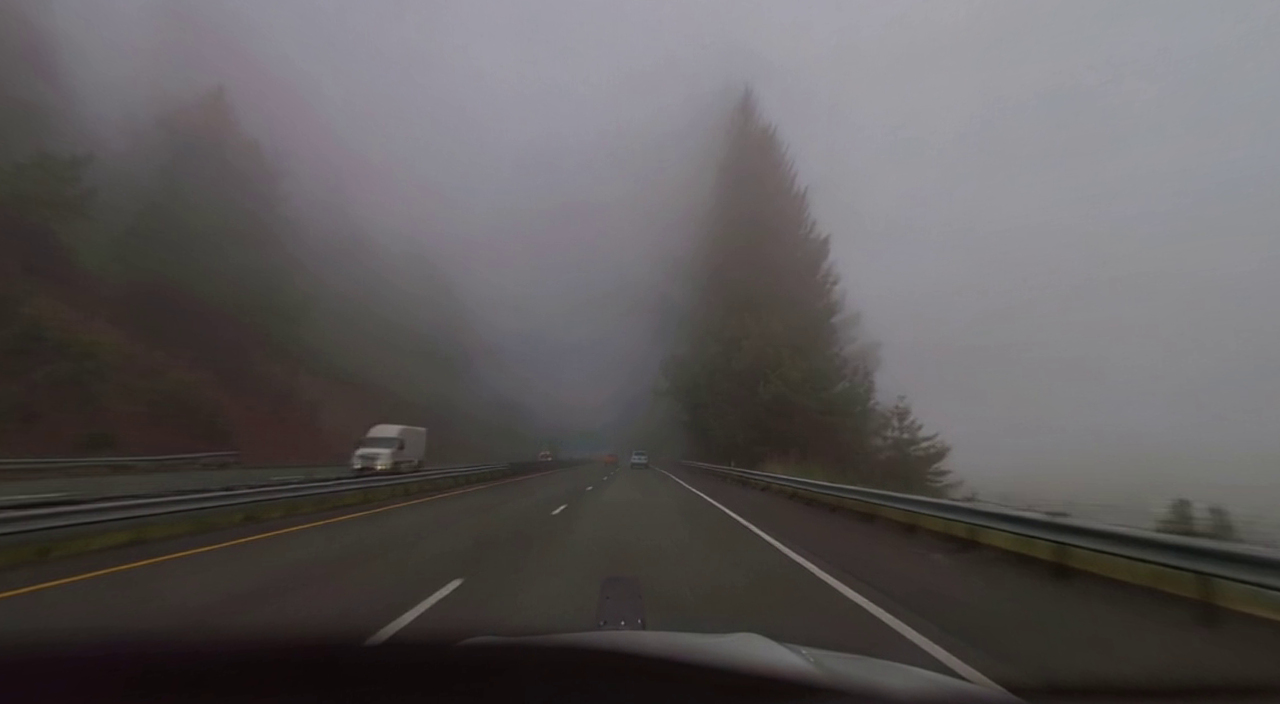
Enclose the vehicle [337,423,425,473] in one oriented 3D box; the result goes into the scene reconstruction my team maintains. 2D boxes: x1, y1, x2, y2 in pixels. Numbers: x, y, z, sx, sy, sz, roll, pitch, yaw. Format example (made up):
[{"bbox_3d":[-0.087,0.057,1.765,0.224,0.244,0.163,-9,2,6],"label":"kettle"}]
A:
[{"bbox_3d":[-12.313,4.656,30.440,2.060,2.195,5.129,0,-9,0],"label":"vehicle"}]
